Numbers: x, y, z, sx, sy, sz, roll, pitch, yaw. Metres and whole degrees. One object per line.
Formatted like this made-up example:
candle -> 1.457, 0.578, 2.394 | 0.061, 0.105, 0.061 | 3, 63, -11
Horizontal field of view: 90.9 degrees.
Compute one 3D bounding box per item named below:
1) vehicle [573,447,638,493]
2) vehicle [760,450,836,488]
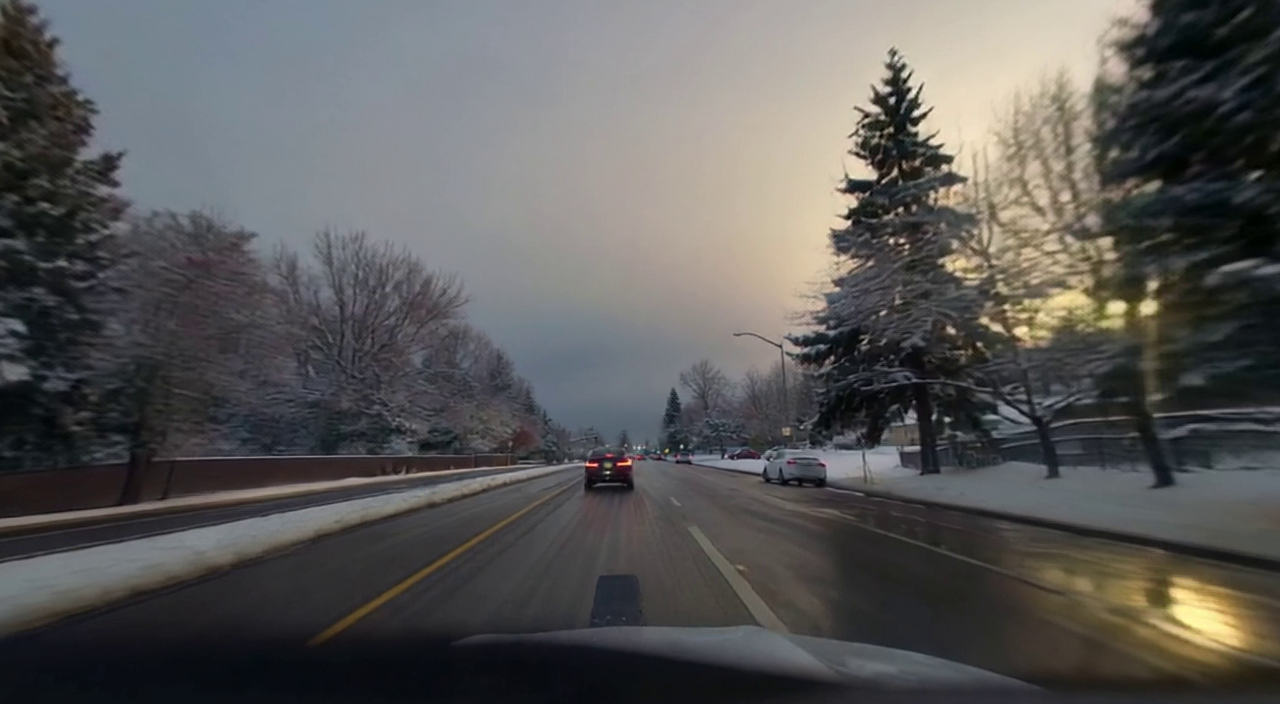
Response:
vehicle -> -1.139, 4.159, 22.647 | 2.099, 1.470, 4.302 | 0, -9, -1
vehicle -> 6.785, 5.064, 27.658 | 2.164, 1.511, 4.571 | 0, -9, 0
